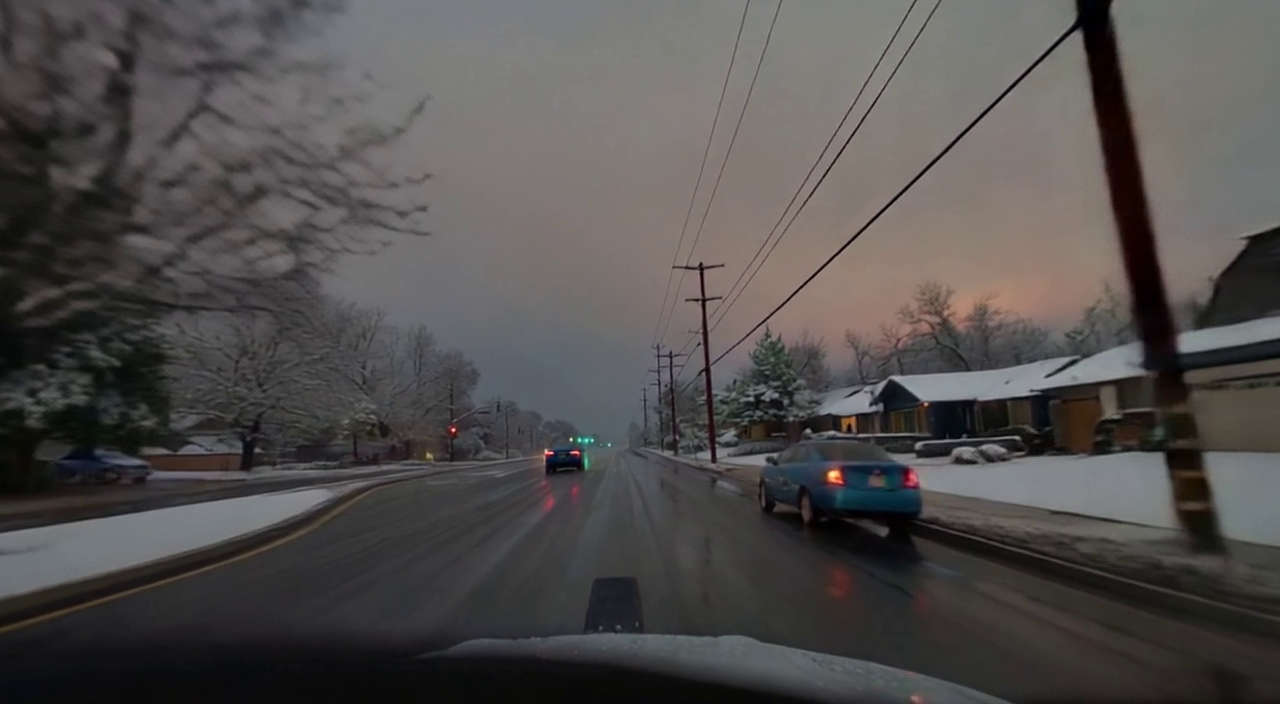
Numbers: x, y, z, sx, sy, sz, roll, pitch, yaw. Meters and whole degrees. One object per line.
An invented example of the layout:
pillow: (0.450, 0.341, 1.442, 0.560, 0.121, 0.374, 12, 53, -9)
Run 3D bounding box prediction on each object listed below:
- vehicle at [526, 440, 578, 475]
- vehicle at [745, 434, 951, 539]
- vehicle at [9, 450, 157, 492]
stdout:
vehicle: (-4.014, 4.878, 29.583, 2.041, 1.471, 4.602, 0, -8, -3)
vehicle: (3.328, 2.240, 11.288, 2.074, 1.450, 4.621, 0, -8, 0)
vehicle: (-25.910, 5.515, 29.576, 4.661, 1.800, 2.045, 1, -8, -12)
